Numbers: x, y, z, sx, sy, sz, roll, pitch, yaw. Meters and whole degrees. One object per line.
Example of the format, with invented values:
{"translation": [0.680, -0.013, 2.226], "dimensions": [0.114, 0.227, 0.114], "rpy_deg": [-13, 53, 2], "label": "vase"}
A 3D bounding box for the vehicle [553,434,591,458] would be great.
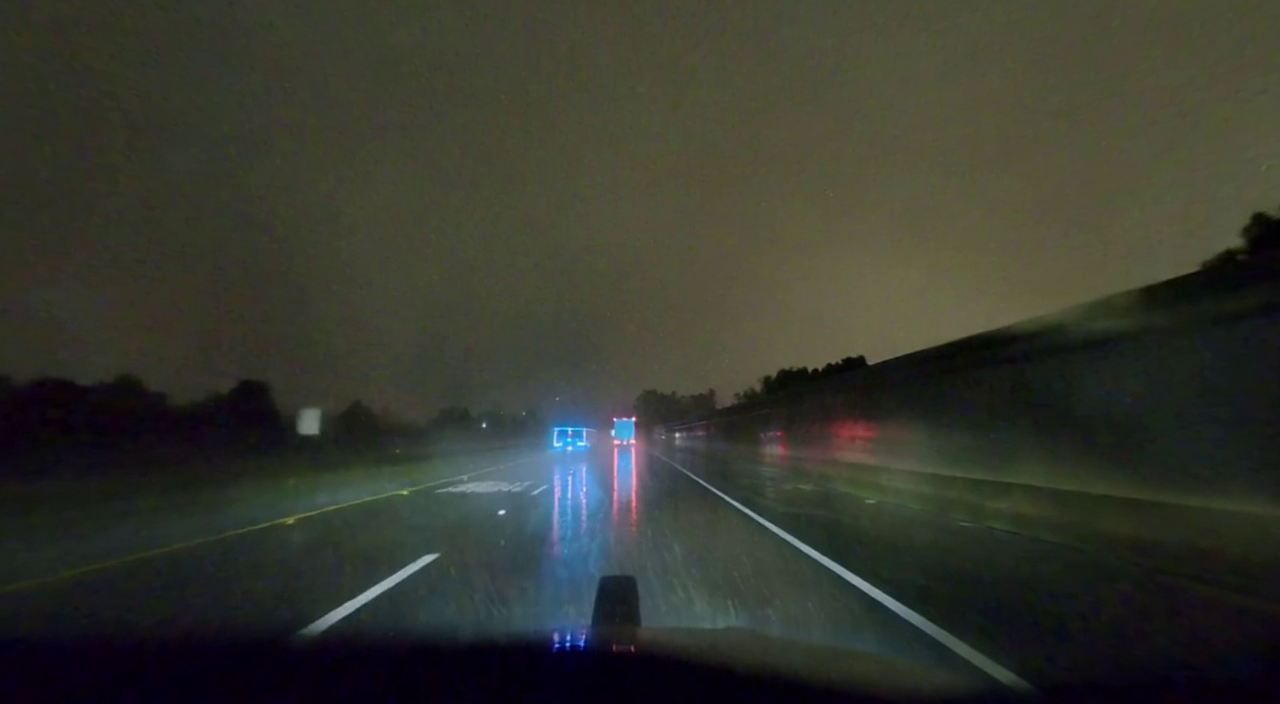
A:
{"translation": [-4.710, 6.583, 44.281], "dimensions": [2.302, 1.523, 4.383], "rpy_deg": [0, -8, -1], "label": "vehicle"}
